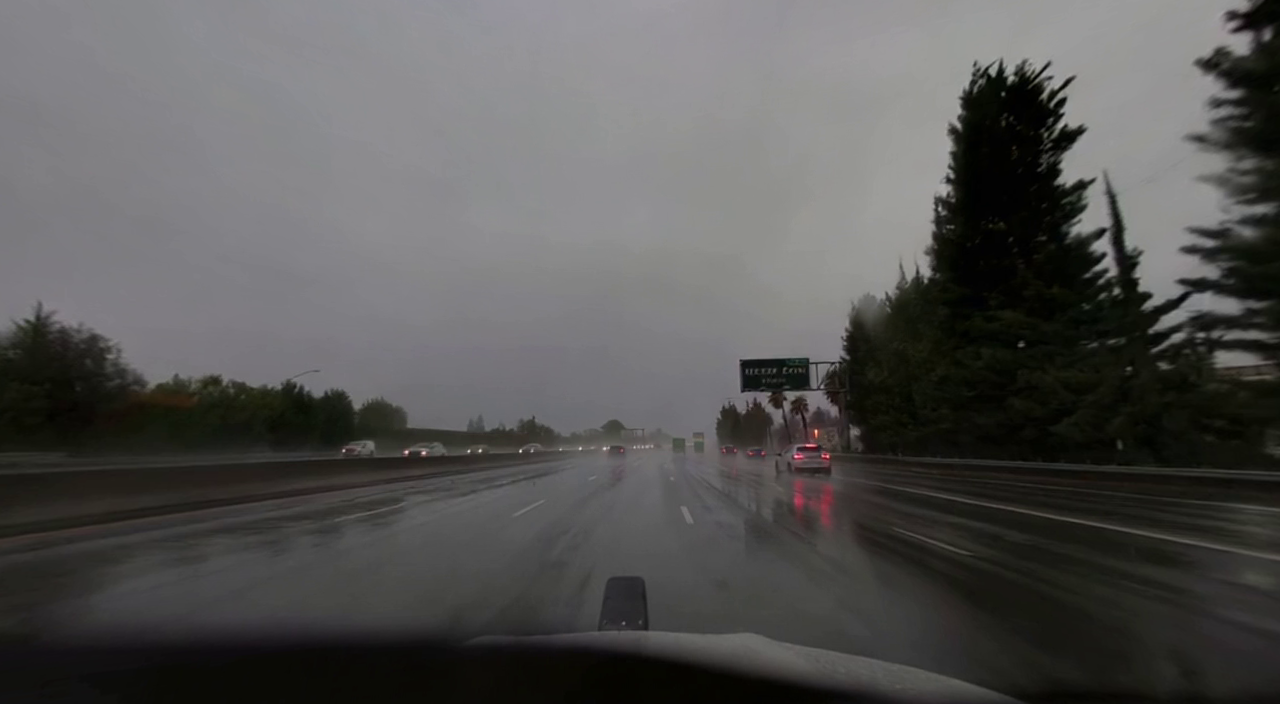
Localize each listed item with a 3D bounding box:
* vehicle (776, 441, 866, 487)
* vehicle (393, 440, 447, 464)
[{"bbox_3d":[6.668,4.172,23.845,2.071,1.543,4.702,0,-8,1],"label":"vehicle"},{"bbox_3d":[-15.320,6.988,44.165,1.926,1.595,4.540,-1,-8,3],"label":"vehicle"}]
